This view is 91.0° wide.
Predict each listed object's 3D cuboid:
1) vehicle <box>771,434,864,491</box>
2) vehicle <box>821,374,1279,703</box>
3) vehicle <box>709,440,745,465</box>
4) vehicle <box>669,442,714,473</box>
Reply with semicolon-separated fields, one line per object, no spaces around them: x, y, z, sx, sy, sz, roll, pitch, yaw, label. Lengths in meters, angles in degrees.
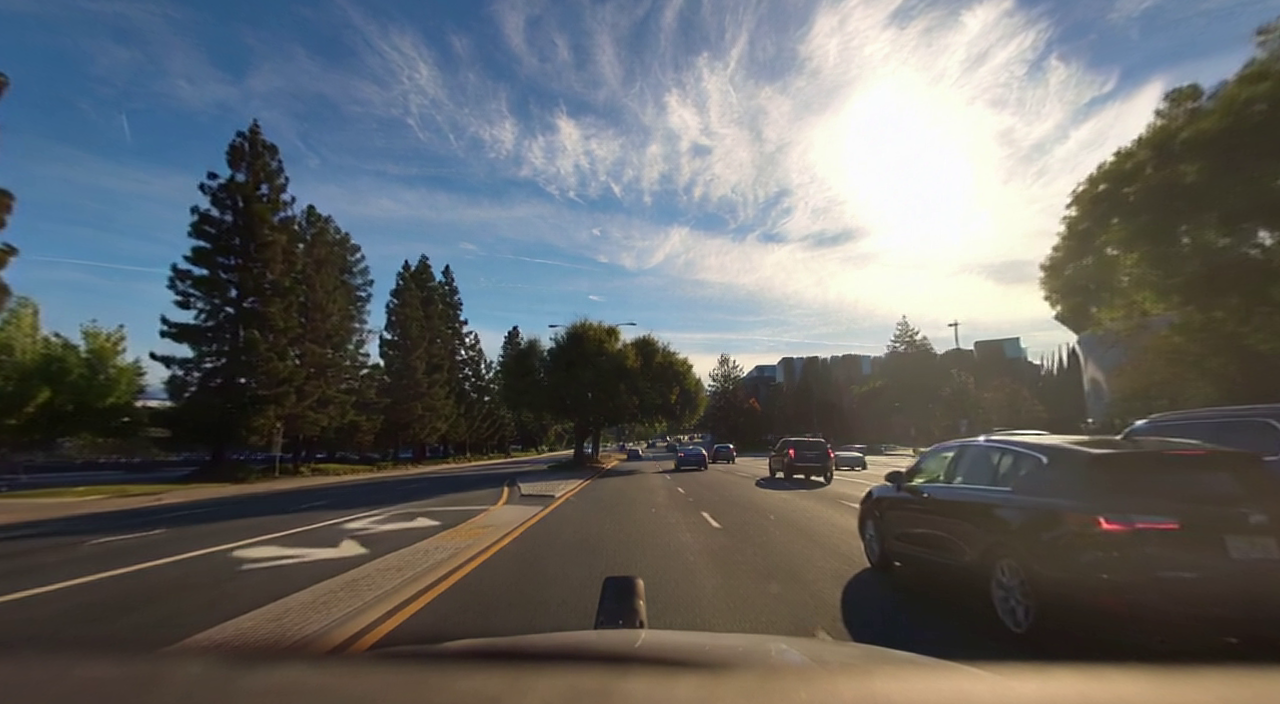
5.818;3.652;21.173;2.075;1.698;4.142;0;-8;3;vehicle
3.118;1.216;4.718;1.932;1.547;4.992;0;-8;-1;vehicle
6.377;7.414;46.635;1.919;1.774;4.720;0;-8;-1;vehicle
2.691;5.588;33.567;1.980;1.484;4.093;0;-8;-1;vehicle
